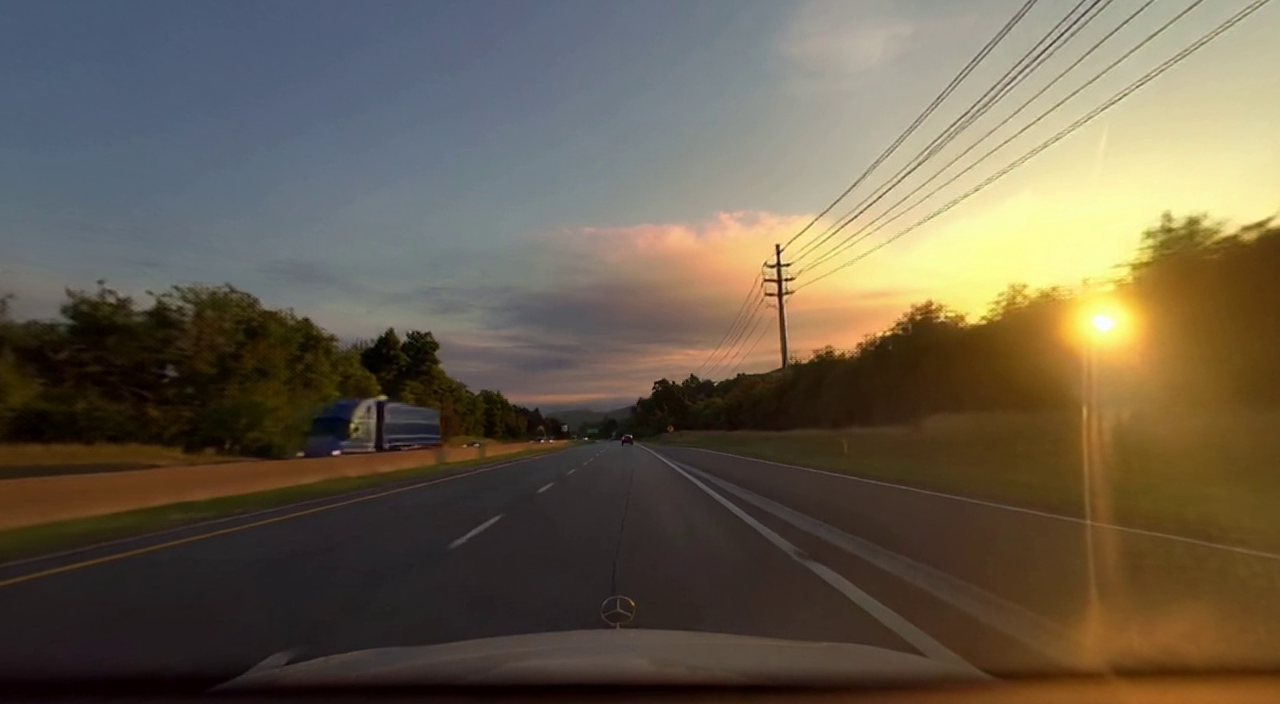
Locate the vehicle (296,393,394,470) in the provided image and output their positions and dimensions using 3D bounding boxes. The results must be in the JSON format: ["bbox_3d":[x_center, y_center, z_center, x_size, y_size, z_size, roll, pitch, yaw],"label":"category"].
[{"bbox_3d":[-17.734,4.887,38.450,2.924,4.272,6.223,0,-8,-1],"label":"vehicle"}]
